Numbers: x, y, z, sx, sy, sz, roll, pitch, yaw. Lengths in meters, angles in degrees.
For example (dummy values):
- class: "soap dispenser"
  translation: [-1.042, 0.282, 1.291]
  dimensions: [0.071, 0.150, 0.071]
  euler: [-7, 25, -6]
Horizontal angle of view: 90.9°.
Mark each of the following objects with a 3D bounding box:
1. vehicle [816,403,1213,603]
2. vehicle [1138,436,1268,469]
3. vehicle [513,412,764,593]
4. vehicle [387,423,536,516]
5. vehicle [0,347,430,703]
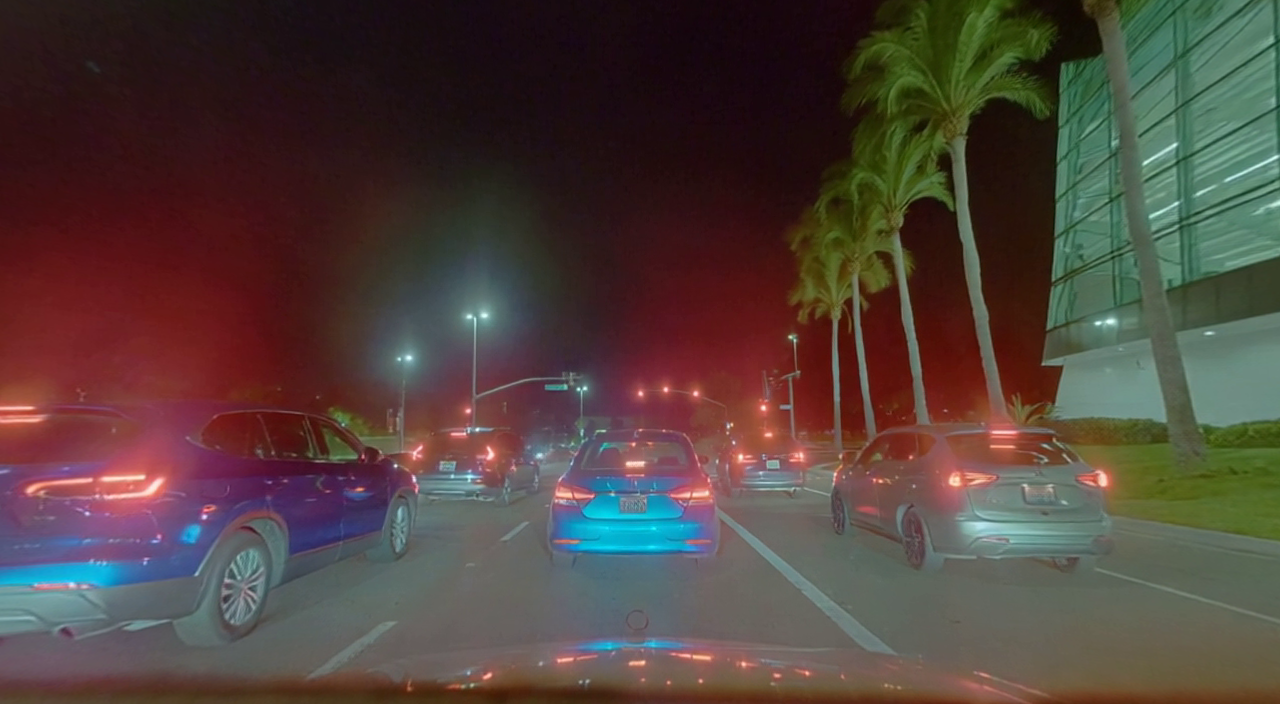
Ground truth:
- class: "vehicle"
  translation: [3.837, 1.619, 7.677]
  dimensions: [2.064, 1.696, 4.431]
  euler: [0, -8, 0]
- class: "vehicle"
  translation: [25.479, 4.542, 28.644]
  dimensions: [4.014, 1.417, 1.777]
  euler: [-1, -8, 5]
- class: "vehicle"
  translation: [-0.056, 1.656, 7.812]
  dimensions: [2.219, 1.586, 4.321]
  euler: [0, -8, -1]
- class: "vehicle"
  translation: [-3.468, 2.362, 13.071]
  dimensions: [1.917, 1.631, 3.768]
  euler: [0, -8, 1]
- class: "vehicle"
  translation: [-3.538, 1.174, 5.362]
  dimensions: [2.014, 1.775, 4.404]
  euler: [0, -8, -1]
